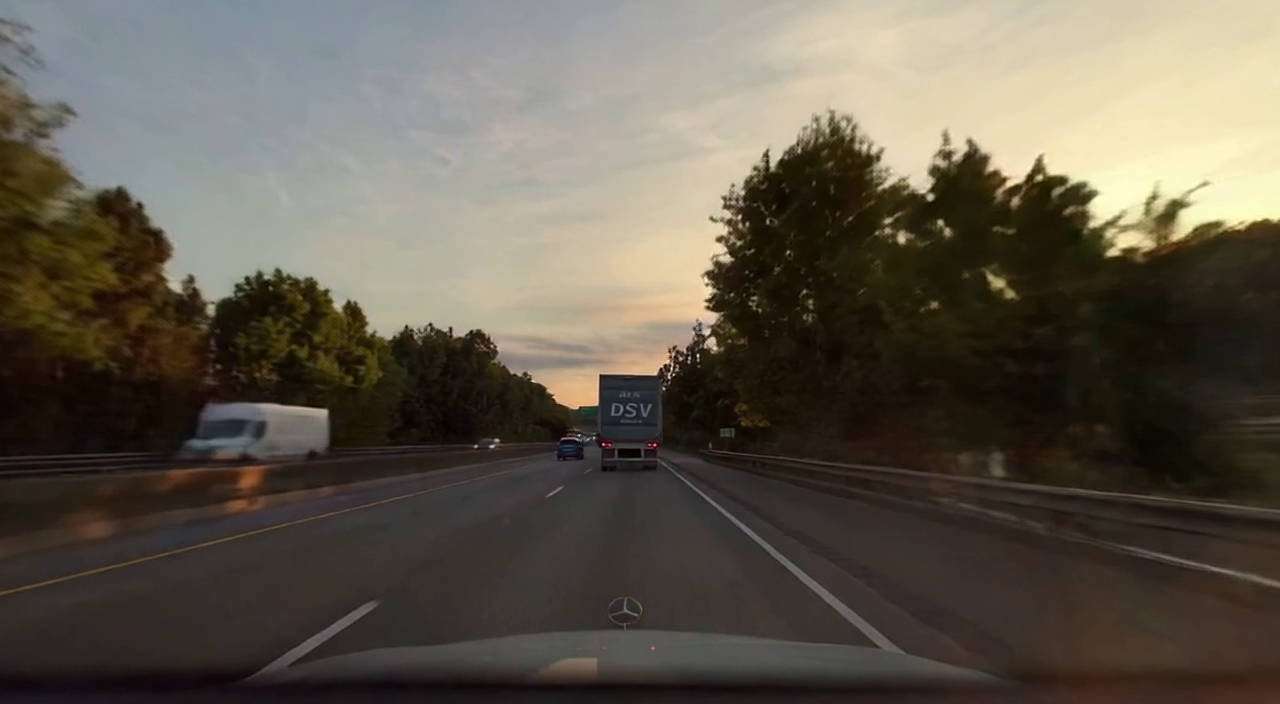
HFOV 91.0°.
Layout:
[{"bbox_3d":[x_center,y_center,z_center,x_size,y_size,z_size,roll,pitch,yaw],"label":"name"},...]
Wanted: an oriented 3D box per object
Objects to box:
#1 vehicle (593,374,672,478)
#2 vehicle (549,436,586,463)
[{"bbox_3d":[-0.397,3.517,29.036,2.969,3.957,10.270,0,-8,-1],"label":"vehicle"},{"bbox_3d":[-5.085,6.889,44.648,2.086,1.778,4.544,0,-8,0],"label":"vehicle"}]
